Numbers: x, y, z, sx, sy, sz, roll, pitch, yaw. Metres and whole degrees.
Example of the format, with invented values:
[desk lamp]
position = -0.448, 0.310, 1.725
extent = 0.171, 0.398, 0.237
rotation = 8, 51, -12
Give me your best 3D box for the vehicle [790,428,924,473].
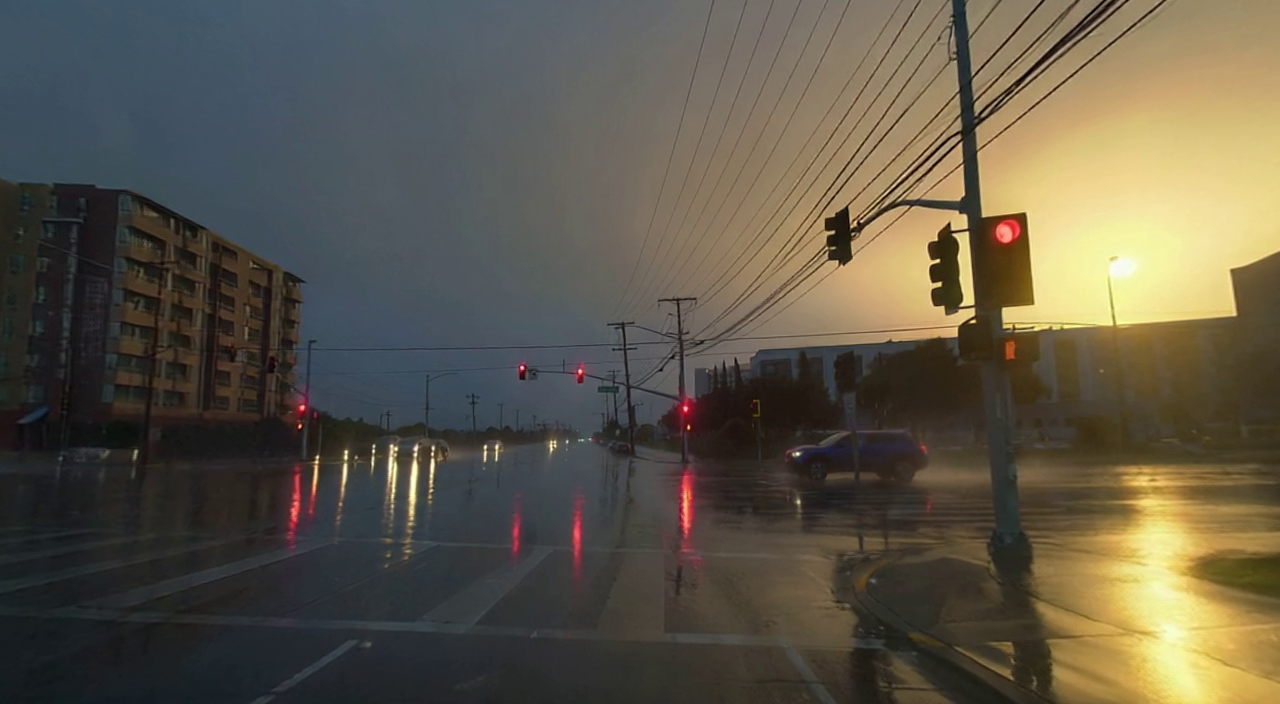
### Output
[vehicle]
position = 8.700, 4.018, 25.724
extent = 4.884, 1.714, 2.021
rotation = -2, -9, 12
